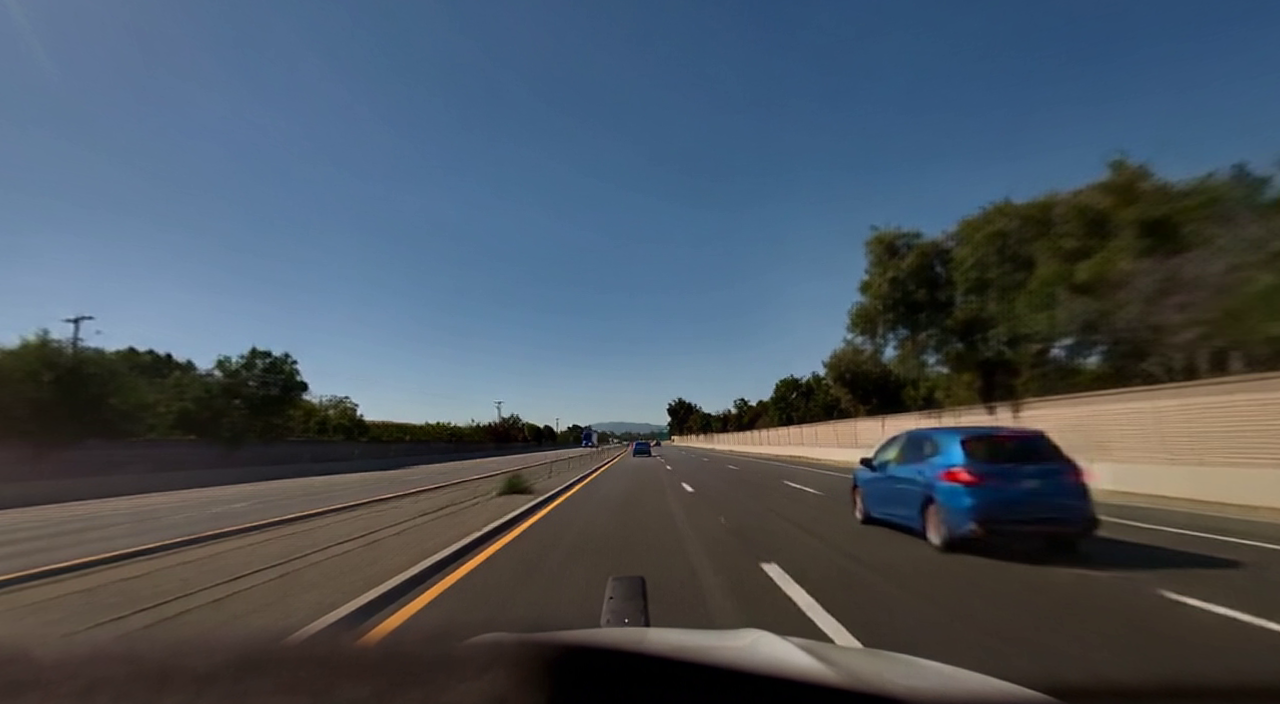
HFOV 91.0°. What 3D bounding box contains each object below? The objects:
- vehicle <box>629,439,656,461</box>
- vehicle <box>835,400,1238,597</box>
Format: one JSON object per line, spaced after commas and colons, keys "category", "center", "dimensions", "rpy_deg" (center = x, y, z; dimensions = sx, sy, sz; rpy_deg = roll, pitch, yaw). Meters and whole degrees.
{"category": "vehicle", "center": [0.196, 7.404, 47.789], "dimensions": [2.009, 1.554, 4.013], "rpy_deg": [0, -8, 1]}
{"category": "vehicle", "center": [3.895, 1.497, 7.261], "dimensions": [2.037, 1.609, 4.036], "rpy_deg": [0, -8, 1]}
